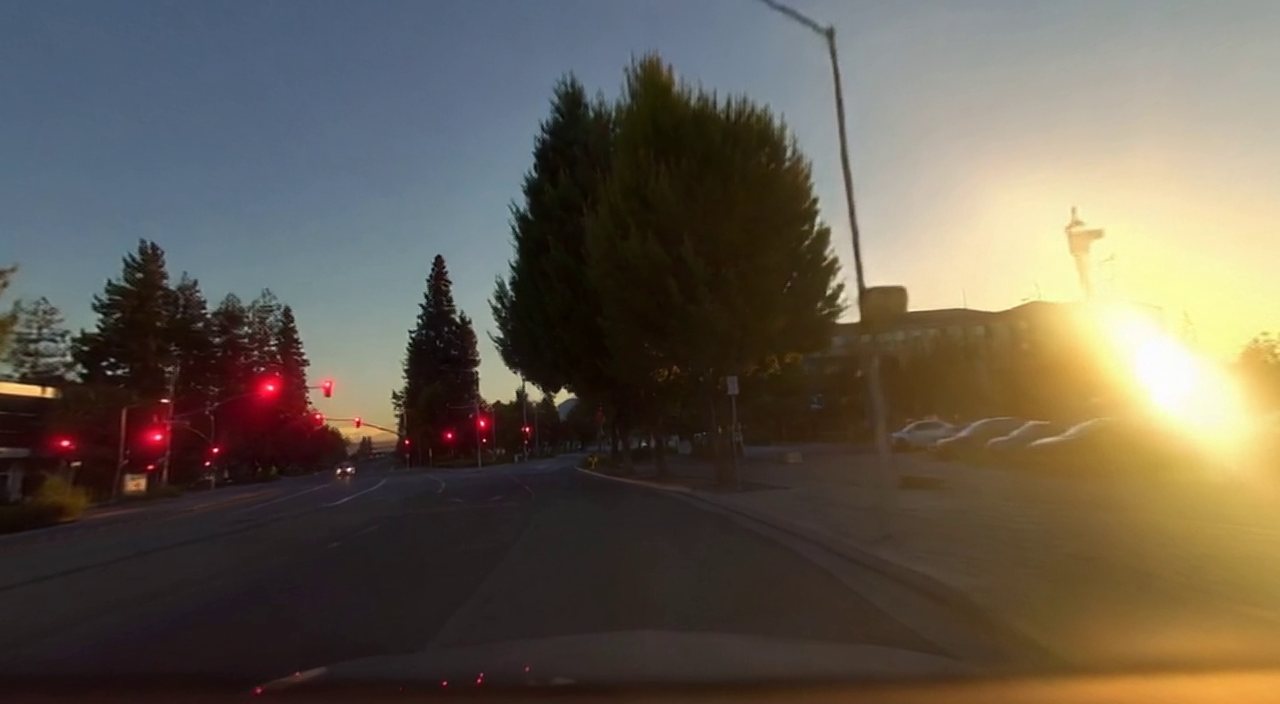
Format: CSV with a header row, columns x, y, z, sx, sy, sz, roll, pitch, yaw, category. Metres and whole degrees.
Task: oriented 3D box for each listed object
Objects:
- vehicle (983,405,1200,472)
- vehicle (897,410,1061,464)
x,y,z,sx,sy,sz,roll,pitch,yaw,category
11.727,2.300,16.574,4.400,1.584,1.964,2,-9,-9,vehicle
11.309,2.886,21.247,4.441,1.654,2.044,2,-9,-9,vehicle
